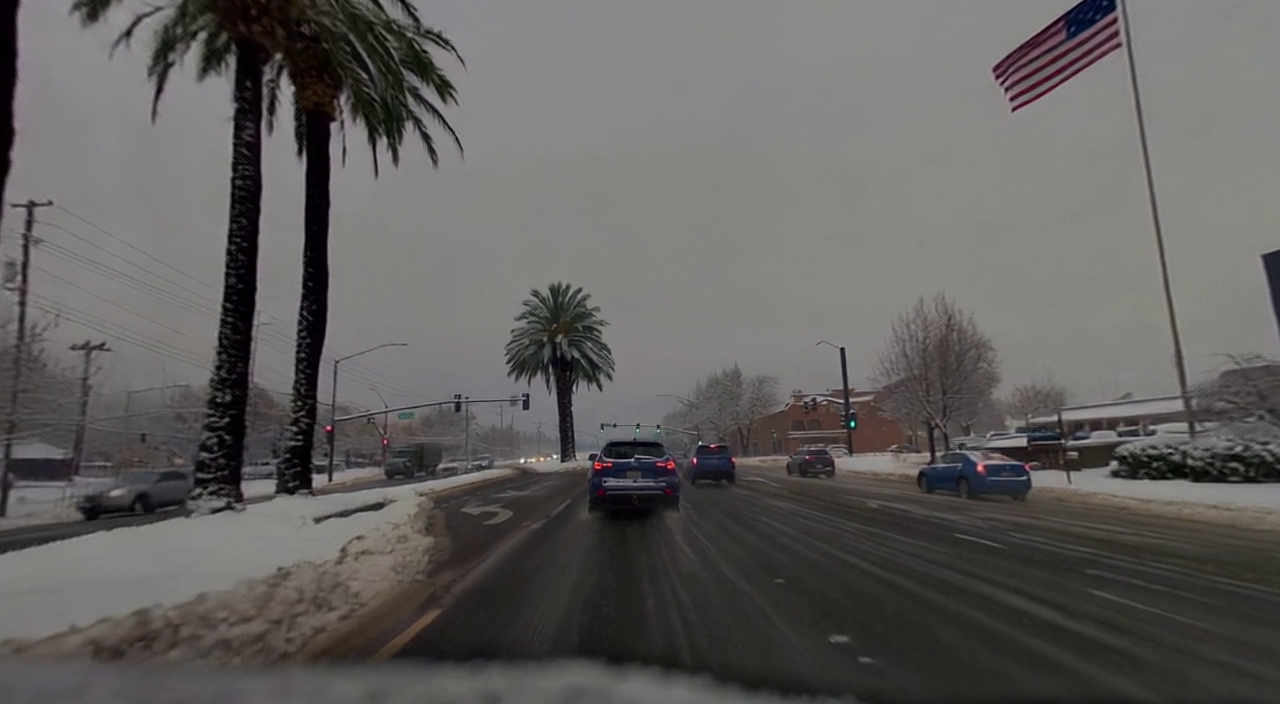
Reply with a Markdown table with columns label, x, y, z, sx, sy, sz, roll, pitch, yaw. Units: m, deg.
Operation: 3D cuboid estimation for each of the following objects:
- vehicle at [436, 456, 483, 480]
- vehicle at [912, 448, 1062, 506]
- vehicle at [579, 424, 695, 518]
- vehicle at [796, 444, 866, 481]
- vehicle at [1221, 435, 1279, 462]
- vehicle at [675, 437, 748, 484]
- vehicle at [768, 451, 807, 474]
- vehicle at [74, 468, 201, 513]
| label | x | y | z | sx | sy | sz | roll | pitch | yaw |
| --- | --- | --- | --- | --- | --- | --- | --- | --- | --- |
| vehicle | -12.227 | 7.857 | 43.153 | 1.965 | 1.475 | 4.209 | 0 | -9 | 0 |
| vehicle | 9.973 | 3.597 | 18.650 | 1.967 | 1.485 | 4.267 | 0 | -9 | 0 |
| vehicle | -0.099 | 2.826 | 15.475 | 2.402 | 1.938 | 4.535 | 0 | -9 | -1 |
| vehicle | 9.952 | 5.795 | 33.346 | 2.155 | 1.779 | 4.582 | 0 | -9 | -2 |
| vehicle | 36.349 | 5.550 | 36.258 | 1.839 | 1.455 | 4.395 | 0 | -9 | 2 |
| vehicle | 3.303 | 5.236 | 30.872 | 2.773 | 2.021 | 6.212 | 0 | -9 | -1 |
| vehicle | 10.288 | 7.725 | 44.322 | 1.855 | 1.495 | 4.143 | 0 | -9 | 1 |
| vehicle | -21.784 | 5.988 | 27.682 | 1.873 | 1.484 | 4.571 | -4 | -9 | 0 |
